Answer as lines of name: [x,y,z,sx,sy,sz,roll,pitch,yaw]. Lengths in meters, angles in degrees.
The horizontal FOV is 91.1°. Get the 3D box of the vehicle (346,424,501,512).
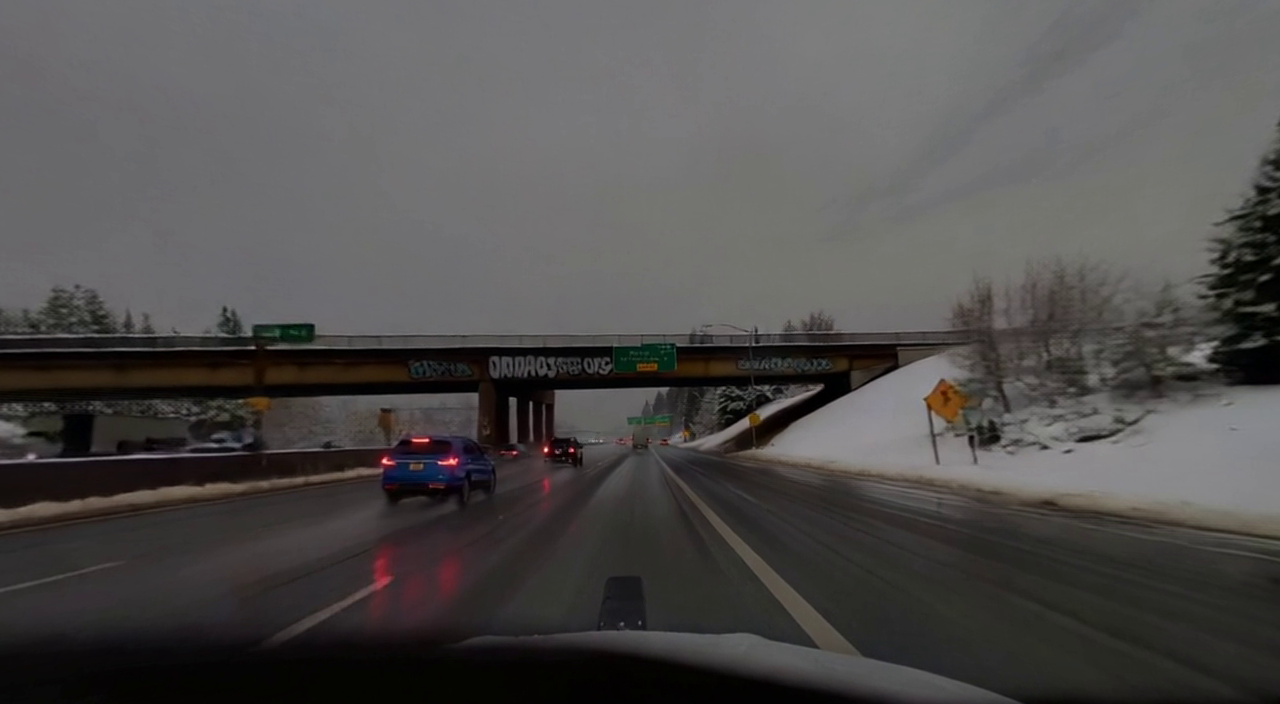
vehicle: [-4.532,2.468,13.884,1.969,1.633,3.962,0,-8,0]

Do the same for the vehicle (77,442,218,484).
vehicle: [-20.335,4.578,26.271,1.856,1.560,5.001,0,-8,-1]

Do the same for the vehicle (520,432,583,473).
vehicle: [-3.921,4.545,28.604,2.154,1.693,4.394,0,-8,1]

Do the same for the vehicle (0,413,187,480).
vehicle: [-35.545,6.091,40.859,3.511,3.744,11.340,0,-8,0]
